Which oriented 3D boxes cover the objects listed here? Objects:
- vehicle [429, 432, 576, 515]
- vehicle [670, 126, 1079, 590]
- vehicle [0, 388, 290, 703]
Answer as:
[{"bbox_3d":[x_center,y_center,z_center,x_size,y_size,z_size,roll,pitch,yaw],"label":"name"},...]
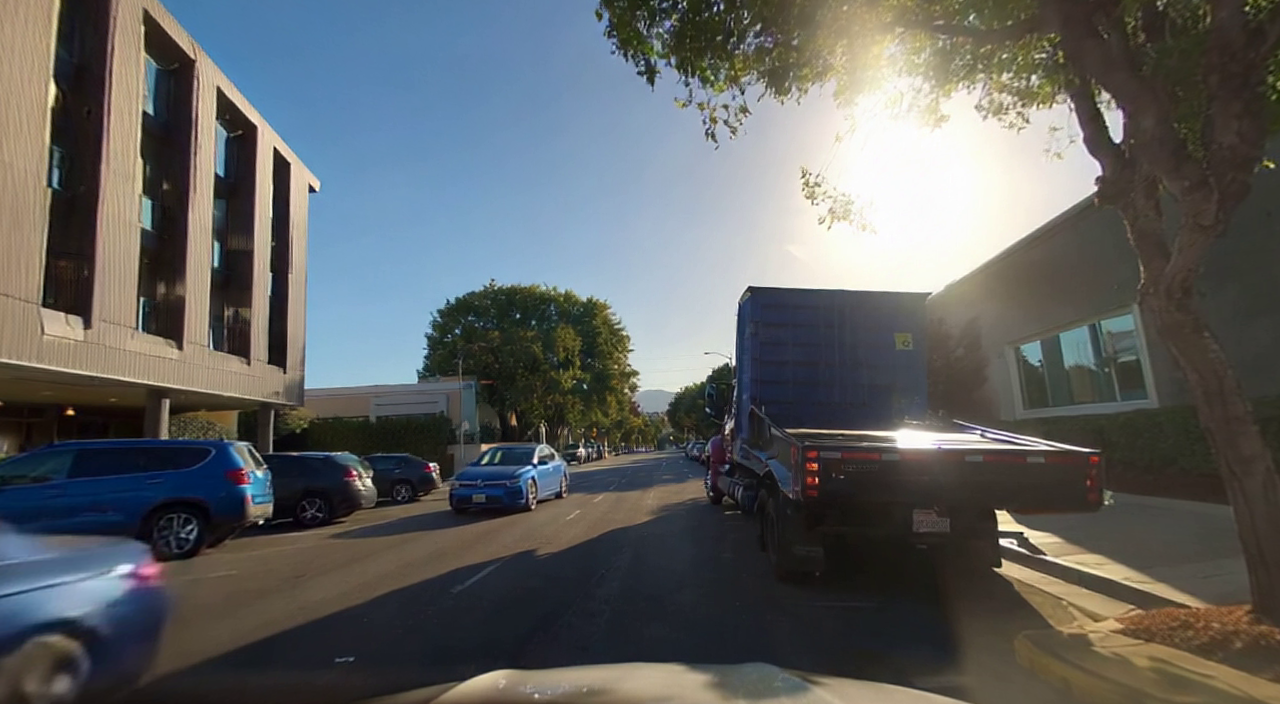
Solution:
[{"bbox_3d":[-3.011,2.781,15.017,2.311,1.631,4.510,0,-8,2],"label":"vehicle"},{"bbox_3d":[2.509,0.799,11.278,3.320,4.034,11.553,-1,-8,6],"label":"vehicle"},{"bbox_3d":[-3.347,0.835,1.642,2.183,1.563,4.257,-1,-8,4],"label":"vehicle"}]
